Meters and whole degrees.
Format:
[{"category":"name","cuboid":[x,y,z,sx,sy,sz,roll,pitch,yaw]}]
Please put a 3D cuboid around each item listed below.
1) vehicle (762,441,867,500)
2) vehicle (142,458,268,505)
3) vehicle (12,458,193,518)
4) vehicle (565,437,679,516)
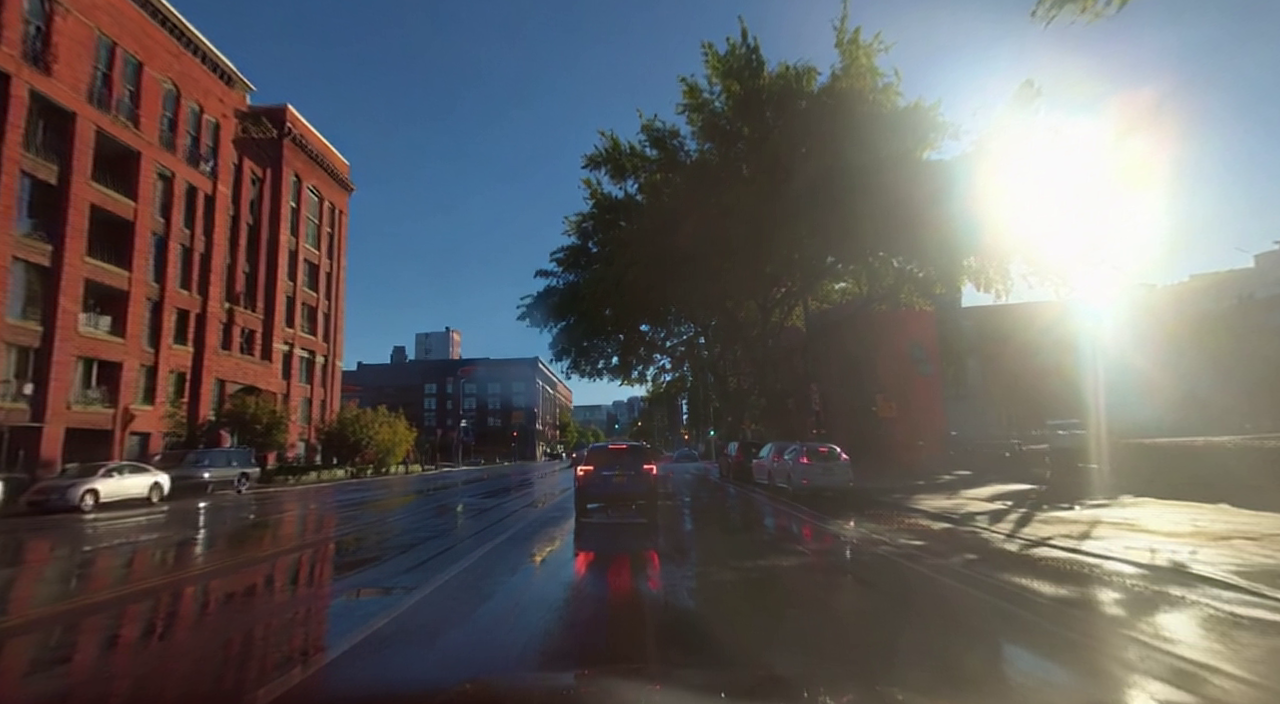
[{"category":"vehicle","cuboid":[4.945,3.401,18.486,1.832,1.491,4.054,1,-9,-1]},{"category":"vehicle","cuboid":[-17.876,5.302,26.211,2.011,1.727,4.449,1,-9,0]},{"category":"vehicle","cuboid":[-17.622,4.441,21.040,1.909,1.658,4.559,0,-9,2]},{"category":"vehicle","cuboid":[-0.355,2.772,14.474,2.230,1.518,4.113,0,-9,0]}]
